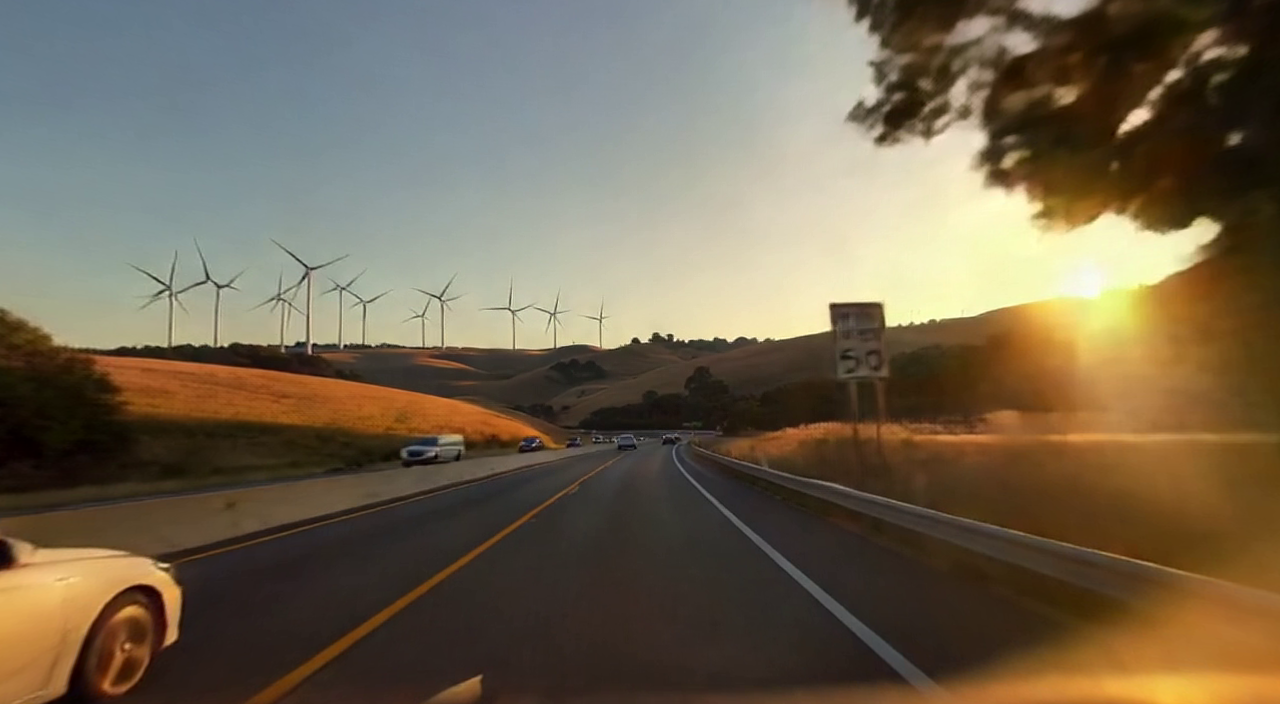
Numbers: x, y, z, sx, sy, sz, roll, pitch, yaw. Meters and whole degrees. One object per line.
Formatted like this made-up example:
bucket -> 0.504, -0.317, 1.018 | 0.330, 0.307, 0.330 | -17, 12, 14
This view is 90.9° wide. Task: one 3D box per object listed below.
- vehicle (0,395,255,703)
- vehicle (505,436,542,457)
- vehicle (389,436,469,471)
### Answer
vehicle -> -2.902, 0.721, 0.929 | 1.918, 1.443, 4.422 | 0, -8, -1
vehicle -> -8.615, 7.034, 46.998 | 1.823, 1.509, 4.008 | 0, -8, 3
vehicle -> -9.592, 4.638, 29.094 | 1.917, 1.475, 4.700 | 0, -8, 3
